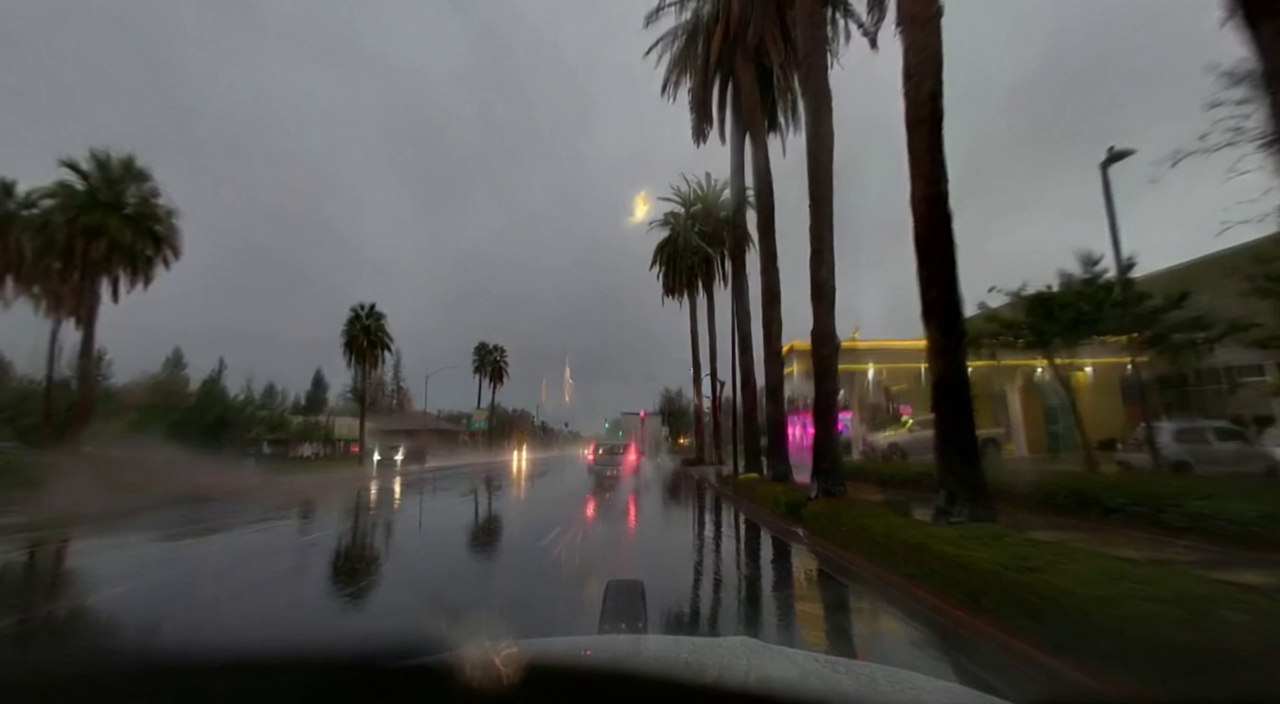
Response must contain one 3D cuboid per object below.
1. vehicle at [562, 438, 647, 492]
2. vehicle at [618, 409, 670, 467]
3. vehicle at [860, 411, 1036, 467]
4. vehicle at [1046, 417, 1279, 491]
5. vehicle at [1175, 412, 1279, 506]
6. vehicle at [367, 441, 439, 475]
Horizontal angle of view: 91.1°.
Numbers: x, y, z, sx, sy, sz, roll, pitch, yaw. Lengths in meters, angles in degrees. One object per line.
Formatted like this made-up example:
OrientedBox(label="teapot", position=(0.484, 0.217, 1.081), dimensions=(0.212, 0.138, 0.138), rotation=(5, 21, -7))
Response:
OrientedBox(label="vehicle", position=(-0.951, 3.479, 19.680), dimensions=(2.145, 1.483, 4.453), rotation=(0, -9, 4))
OrientedBox(label="vehicle", position=(0.262, 5.762, 41.689), dimensions=(3.100, 3.468, 8.108), rotation=(0, -9, 0))
OrientedBox(label="vehicle", position=(12.406, 3.559, 25.569), dimensions=(5.968, 2.162, 2.319), rotation=(1, -9, -5))
OrientedBox(label="vehicle", position=(11.756, 2.213, 13.686), dimensions=(4.474, 1.486, 1.897), rotation=(0, -9, -2))
OrientedBox(label="vehicle", position=(12.379, 1.825, 10.774), dimensions=(4.586, 1.464, 1.954), rotation=(0, -9, -1))
OrientedBox(label="vehicle", position=(-12.140, 5.435, 32.444), dimensions=(1.895, 1.592, 4.305), rotation=(0, -9, 2))
